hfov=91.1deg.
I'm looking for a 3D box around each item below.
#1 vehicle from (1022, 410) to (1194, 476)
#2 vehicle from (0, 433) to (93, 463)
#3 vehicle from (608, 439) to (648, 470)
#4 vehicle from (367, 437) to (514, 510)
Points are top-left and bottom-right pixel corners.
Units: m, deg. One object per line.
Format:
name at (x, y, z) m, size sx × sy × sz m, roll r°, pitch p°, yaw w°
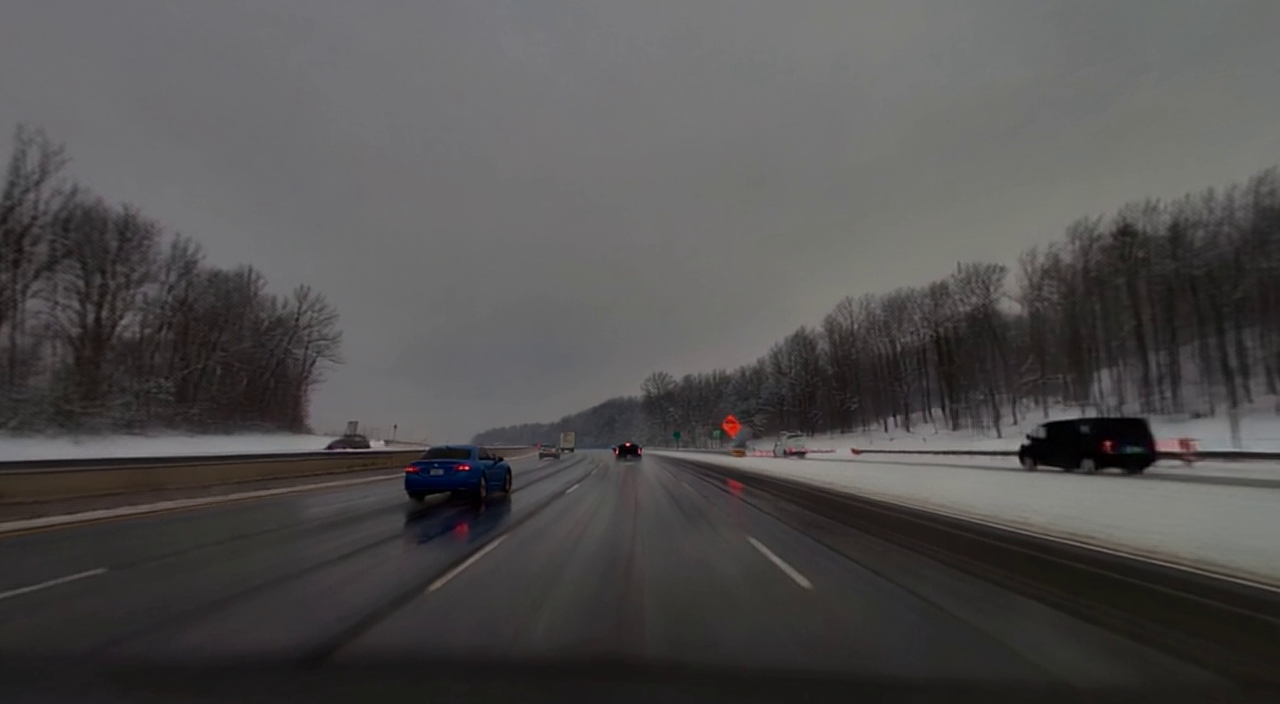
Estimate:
vehicle at (21.079, 4.185, 28.960) m, size 2.728 × 2.610 × 7.309 m, roll -1°, pitch -8°, yaw 5°
vehicle at (-37.293, 6.001, 39.335) m, size 2.047 × 1.756 × 4.811 m, roll 1°, pitch -8°, yaw -6°
vehicle at (-0.646, 5.283, 32.597) m, size 1.963 × 1.462 × 4.681 m, roll 0°, pitch -8°, yaw -2°
vehicle at (-4.392, 2.735, 14.672) m, size 2.001 × 1.415 × 4.360 m, roll 0°, pitch -8°, yaw 0°
